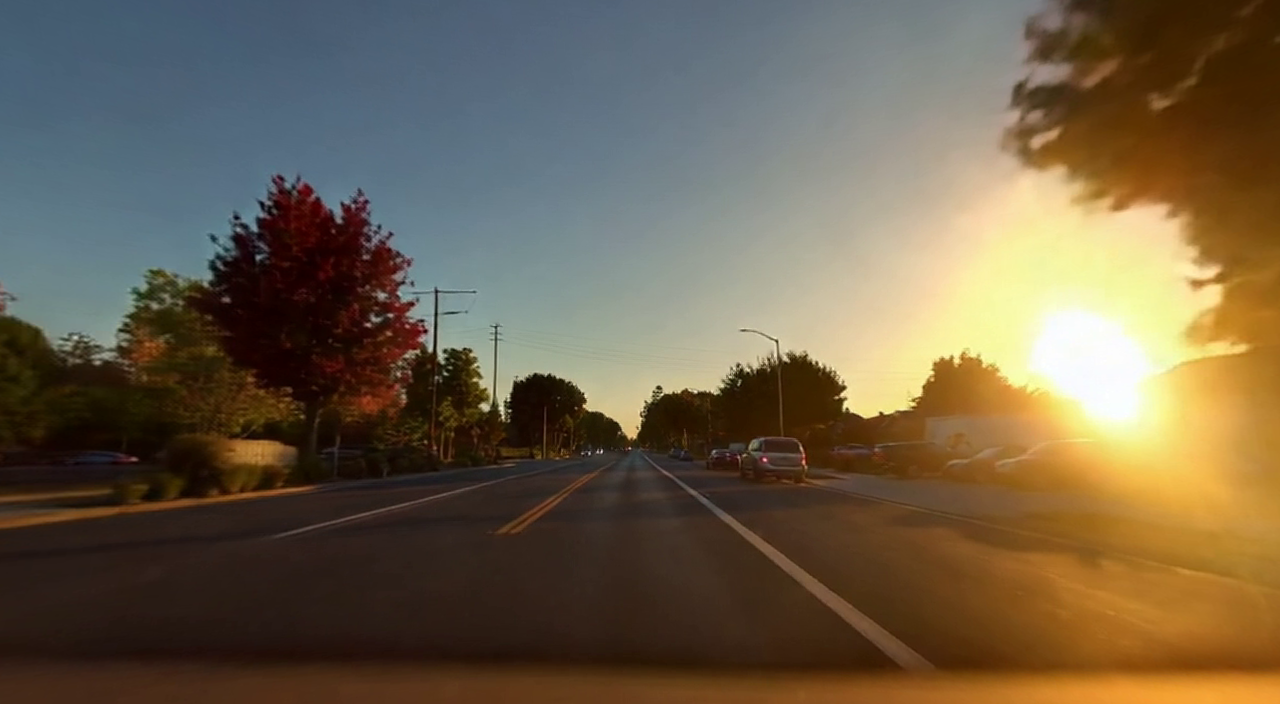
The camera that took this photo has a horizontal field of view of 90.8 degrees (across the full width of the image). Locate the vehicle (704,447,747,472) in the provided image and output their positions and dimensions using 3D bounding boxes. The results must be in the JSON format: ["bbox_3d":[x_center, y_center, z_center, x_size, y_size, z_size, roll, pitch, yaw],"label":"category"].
[{"bbox_3d":[5.975,7.588,44.731,2.282,1.566,4.705,-1,-9,-1],"label":"vehicle"}]

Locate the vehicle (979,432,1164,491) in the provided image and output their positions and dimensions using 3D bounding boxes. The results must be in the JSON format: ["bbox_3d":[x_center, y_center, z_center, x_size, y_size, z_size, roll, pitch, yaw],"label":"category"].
[{"bbox_3d":[14.387,3.673,21.319,4.637,1.842,2.016,0,-9,2],"label":"vehicle"}]

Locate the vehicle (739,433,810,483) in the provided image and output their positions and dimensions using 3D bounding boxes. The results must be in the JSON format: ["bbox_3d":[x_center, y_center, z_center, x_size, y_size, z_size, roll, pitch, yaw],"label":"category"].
[{"bbox_3d":[6.328,5.087,30.523,2.275,2.132,5.726,0,-9,2],"label":"vehicle"}]

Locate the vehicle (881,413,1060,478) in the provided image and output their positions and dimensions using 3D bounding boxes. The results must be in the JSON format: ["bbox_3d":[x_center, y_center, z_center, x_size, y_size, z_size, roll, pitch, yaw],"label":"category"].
[{"bbox_3d":[15.771,4.524,30.534,6.969,2.929,2.793,0,-8,0],"label":"vehicle"}]
